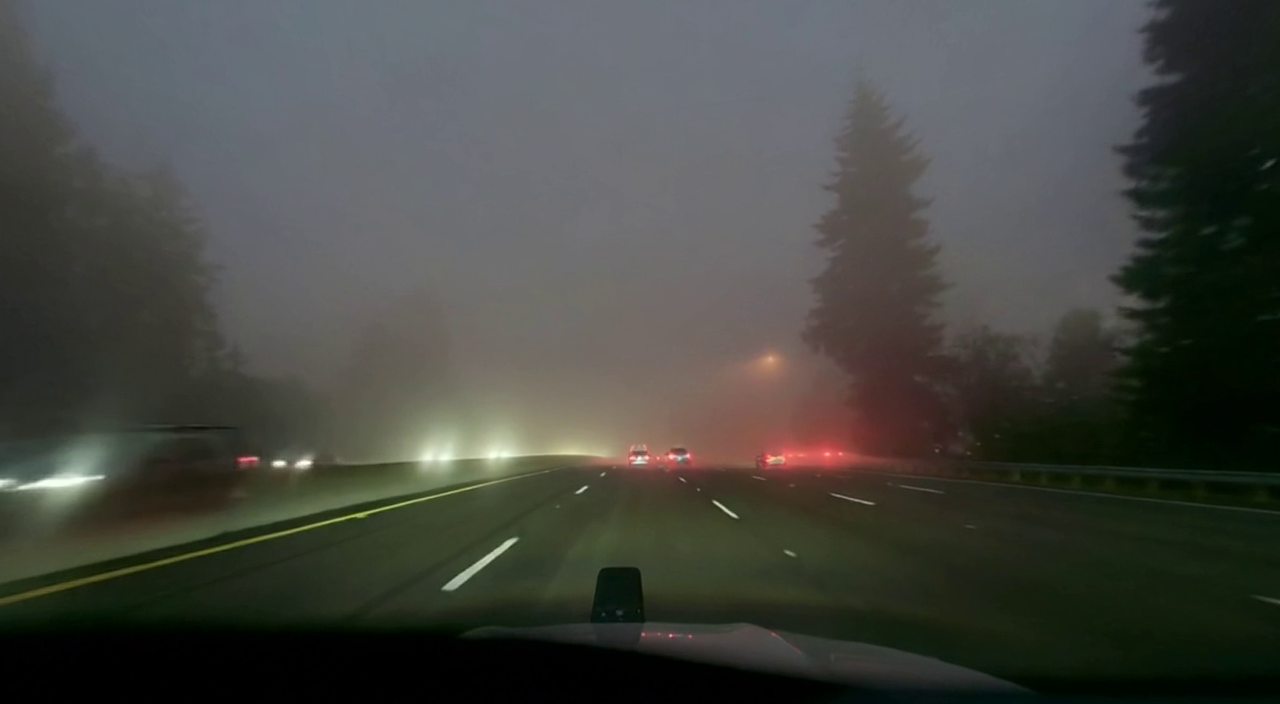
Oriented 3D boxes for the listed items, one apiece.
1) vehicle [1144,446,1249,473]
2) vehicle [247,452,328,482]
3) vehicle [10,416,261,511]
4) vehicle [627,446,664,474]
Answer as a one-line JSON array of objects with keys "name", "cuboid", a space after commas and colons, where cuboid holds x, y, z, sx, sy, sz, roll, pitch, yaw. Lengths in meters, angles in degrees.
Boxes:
[{"name": "vehicle", "cuboid": [31.770, 6.123, 36.251, 1.886, 1.450, 4.349, 0, -9, -3]}, {"name": "vehicle", "cuboid": [-18.076, 5.875, 32.612, 1.745, 1.302, 4.212, 0, -8, 0]}, {"name": "vehicle", "cuboid": [-9.838, 2.205, 12.851, 1.853, 1.600, 4.030, 0, -8, -2]}, {"name": "vehicle", "cuboid": [0.277, 6.989, 41.207, 2.124, 1.673, 4.545, 0, -9, -3]}]
